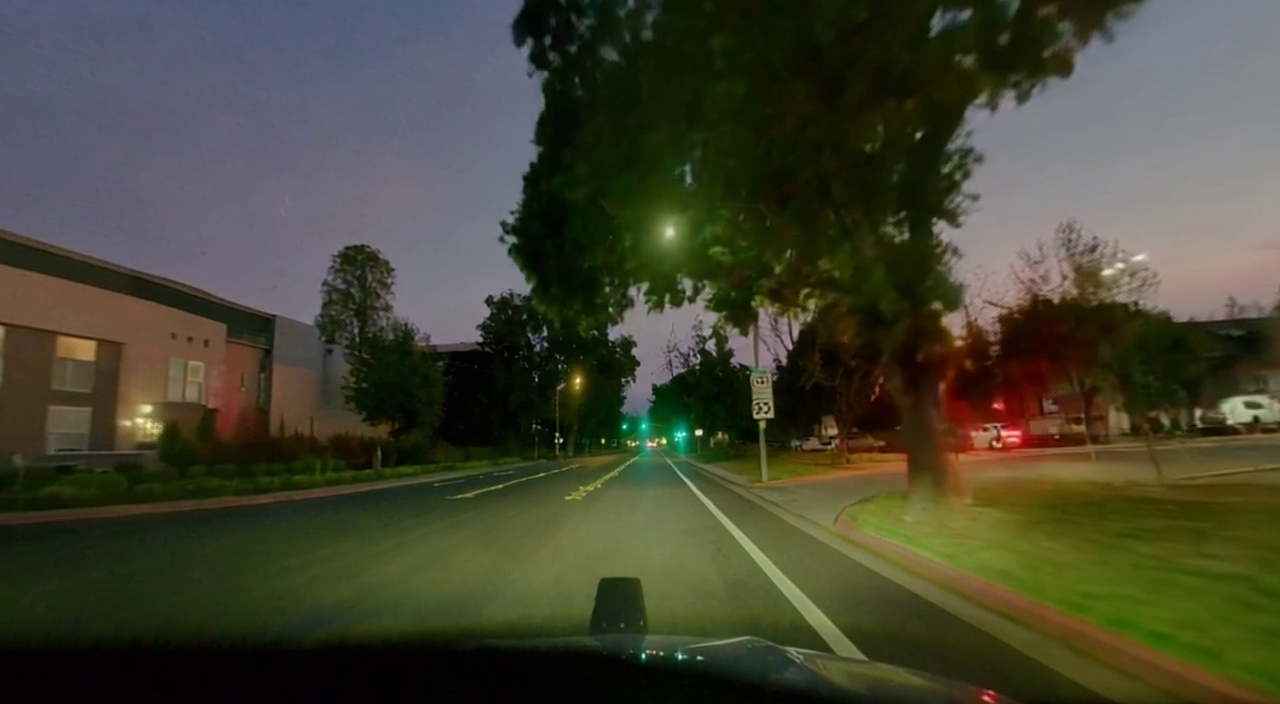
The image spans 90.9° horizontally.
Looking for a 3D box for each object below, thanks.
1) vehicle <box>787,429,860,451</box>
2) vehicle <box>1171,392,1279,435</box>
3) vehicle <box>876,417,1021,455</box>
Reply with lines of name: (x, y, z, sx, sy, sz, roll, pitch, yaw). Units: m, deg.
vehicle: (13.130, 6.338, 45.339, 4.529, 1.490, 2.168, 1, -8, -5)
vehicle: (27.255, 2.894, 28.835, 1.850, 1.706, 4.610, 0, -8, 0)
vehicle: (12.772, 3.528, 26.356, 4.955, 1.489, 2.002, 0, -8, 1)
